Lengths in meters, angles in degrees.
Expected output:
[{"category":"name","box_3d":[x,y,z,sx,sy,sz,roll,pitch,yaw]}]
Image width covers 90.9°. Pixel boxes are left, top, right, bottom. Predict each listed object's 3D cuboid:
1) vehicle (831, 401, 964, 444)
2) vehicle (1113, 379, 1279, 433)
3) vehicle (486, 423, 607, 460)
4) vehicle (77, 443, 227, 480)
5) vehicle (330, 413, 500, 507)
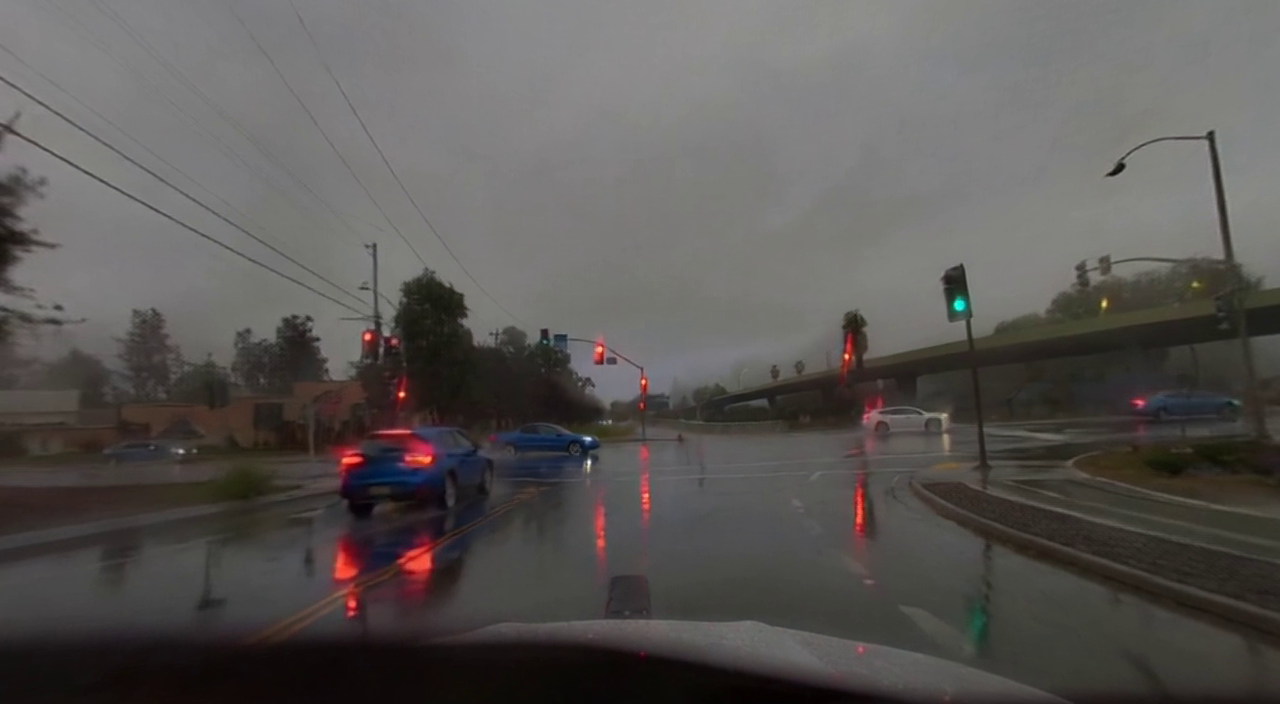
[{"category":"vehicle","box_3d":[10.607,2.956,26.248,4.636,1.668,1.935,-1,-8,2]},{"category":"vehicle","box_3d":[22.794,2.262,25.798,4.950,2.022,2.221,0,-8,1]},{"category":"vehicle","box_3d":[-3.859,3.756,26.584,4.757,1.442,1.858,-1,-6,1]},{"category":"vehicle","box_3d":[-20.376,4.575,26.479,4.610,1.476,2.021,0,-8,0]},{"category":"vehicle","box_3d":[-4.724,2.359,14.137,1.928,1.726,4.704,-1,-9,2]}]
